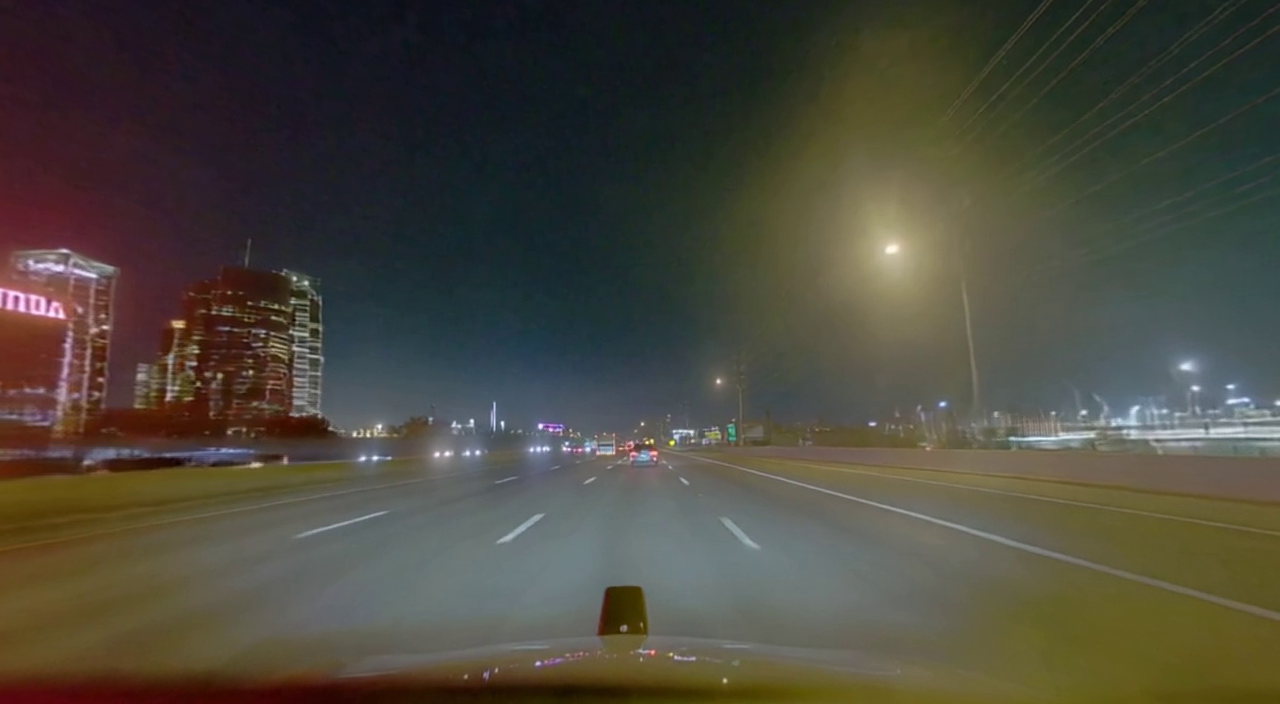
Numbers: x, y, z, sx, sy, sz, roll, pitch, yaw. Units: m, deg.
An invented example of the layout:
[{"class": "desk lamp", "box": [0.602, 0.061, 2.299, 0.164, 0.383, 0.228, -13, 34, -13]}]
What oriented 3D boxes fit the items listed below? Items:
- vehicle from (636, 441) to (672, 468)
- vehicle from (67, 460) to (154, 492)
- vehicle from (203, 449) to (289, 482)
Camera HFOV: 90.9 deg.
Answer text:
[{"class": "vehicle", "box": [0.752, 5.846, 36.267, 1.891, 1.444, 3.968, -1, -8, 0]}, {"class": "vehicle", "box": [-26.788, 6.260, 32.035, 1.522, 1.356, 3.346, -1, -8, 0]}, {"class": "vehicle", "box": [-20.205, 5.805, 32.516, 1.865, 1.501, 3.752, -1, -8, 3]}]
